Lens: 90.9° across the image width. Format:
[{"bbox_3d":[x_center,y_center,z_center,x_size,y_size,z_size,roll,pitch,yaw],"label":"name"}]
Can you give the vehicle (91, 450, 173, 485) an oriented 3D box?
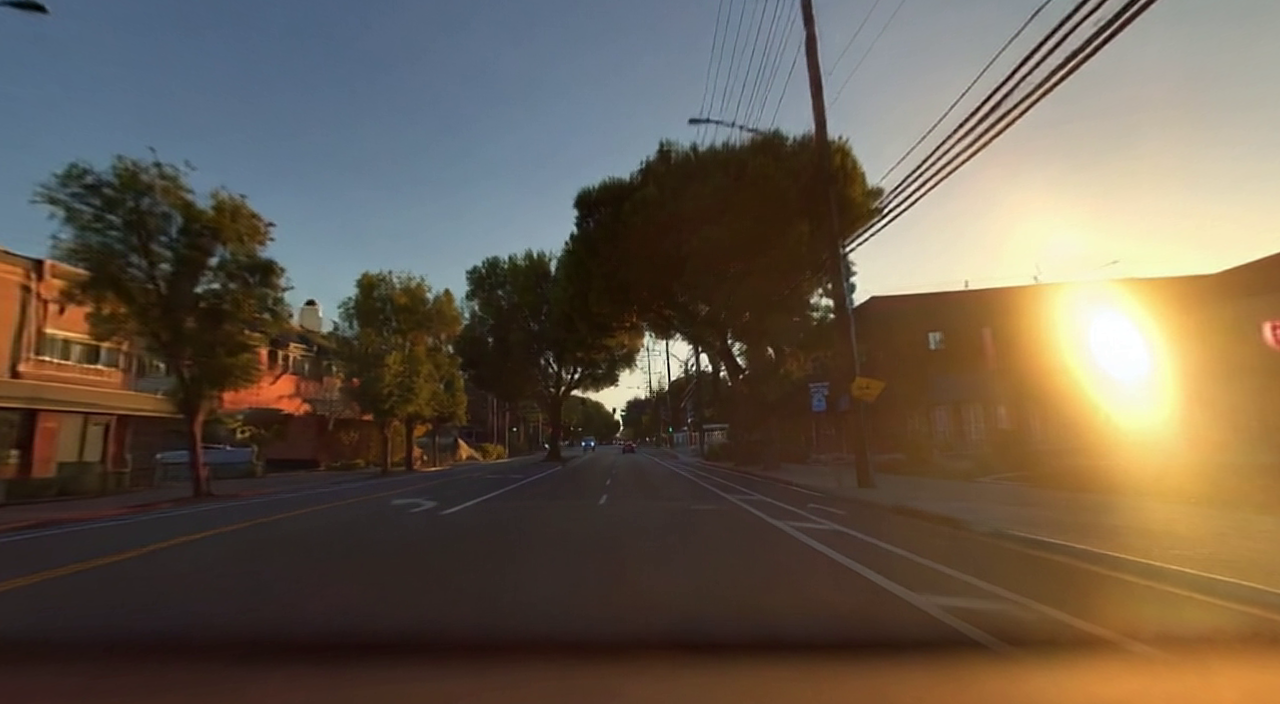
[{"bbox_3d":[-28.313,6.357,35.064,4.811,1.756,2.070,-6,-10,34],"label":"vehicle"}]
